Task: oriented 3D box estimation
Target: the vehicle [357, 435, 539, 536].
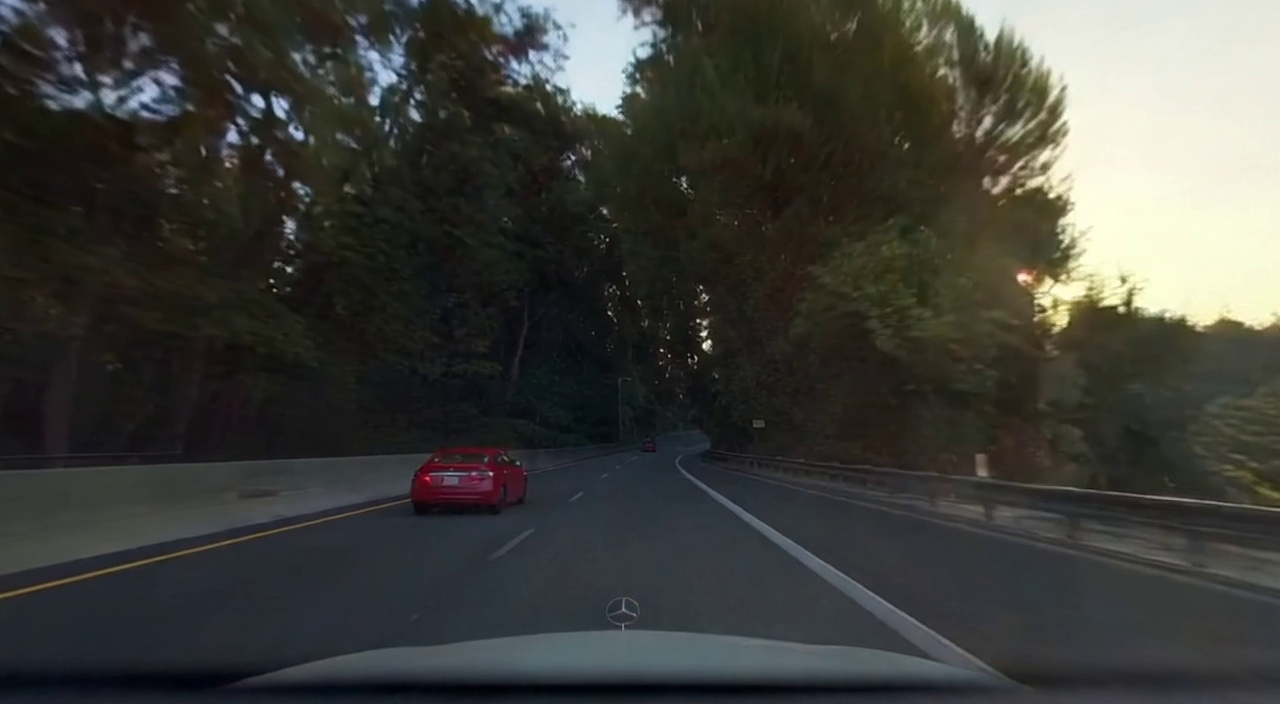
[{"bbox_3d":[-3.197,2.312,11.496,1.934,1.486,4.115,0,-9,1],"label":"vehicle"}]
